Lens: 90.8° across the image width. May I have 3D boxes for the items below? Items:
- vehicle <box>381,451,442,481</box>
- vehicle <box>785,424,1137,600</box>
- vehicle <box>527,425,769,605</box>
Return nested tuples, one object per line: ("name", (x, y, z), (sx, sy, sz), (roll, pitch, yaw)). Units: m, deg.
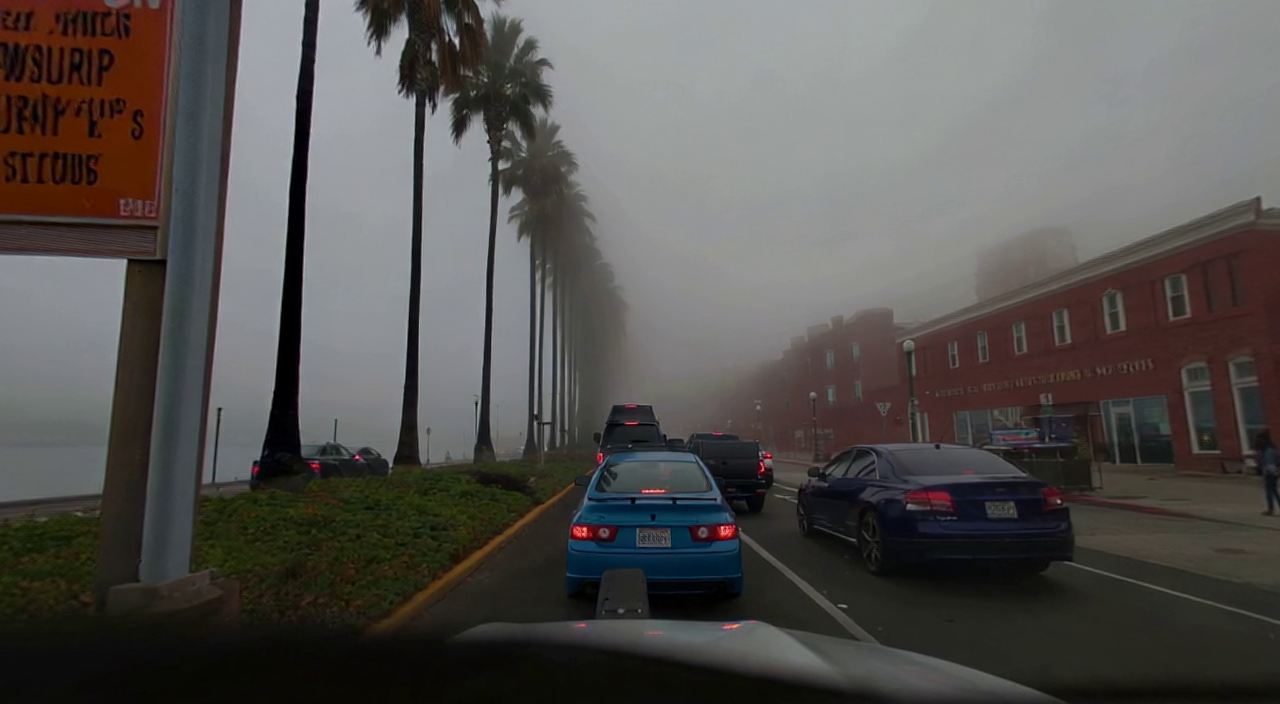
("vehicle", (-14.945, 7.478, 41.682), (2.104, 1.802, 4.852), (0, -9, 1))
("vehicle", (3.285, 1.714, 7.709), (1.920, 1.490, 4.417), (0, -9, -1))
("vehicle", (0.064, 1.661, 7.255), (2.048, 1.503, 3.681), (0, -9, 0))
